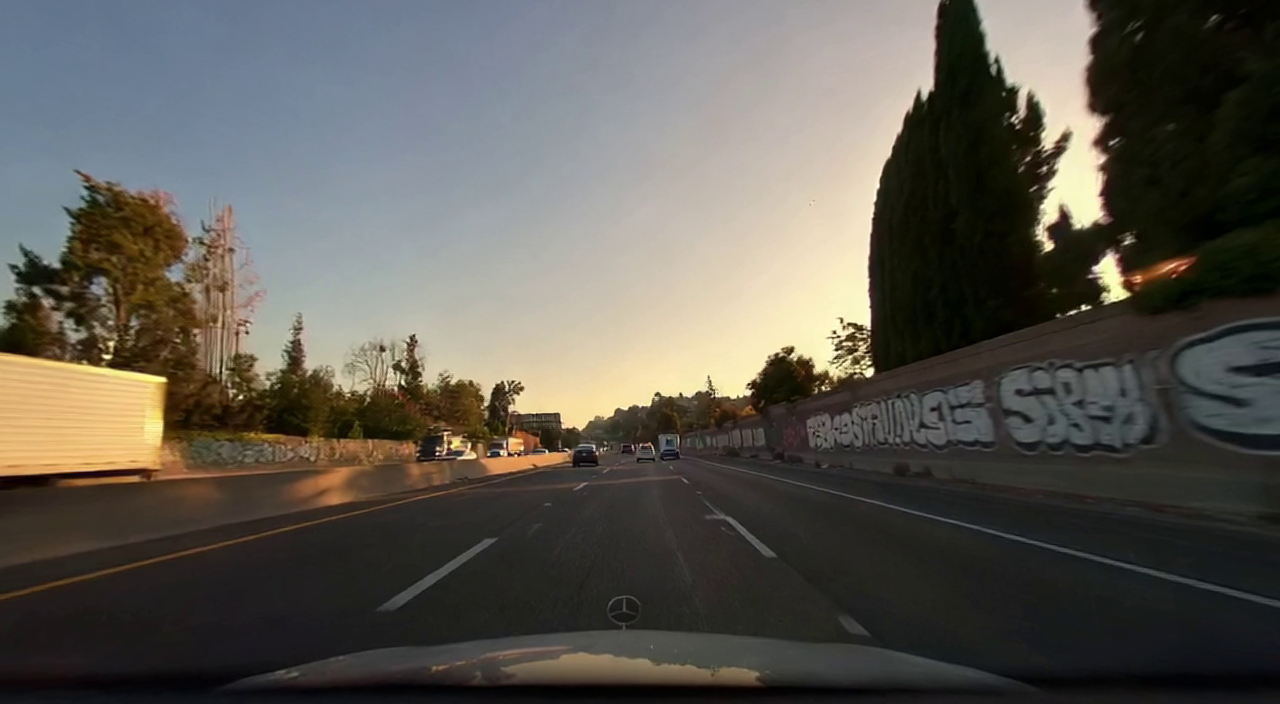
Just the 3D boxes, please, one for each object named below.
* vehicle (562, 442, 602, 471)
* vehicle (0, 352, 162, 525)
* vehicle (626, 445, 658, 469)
[{"bbox_3d":[-3.624,6.634,40.072,2.095,1.671,4.193,0,-9,1],"label":"vehicle"},{"bbox_3d":[-16.605,1.659,12.411,3.275,3.983,14.098,0,-9,0],"label":"vehicle"},{"bbox_3d":[0.096,6.941,41.739,2.009,1.506,4.091,0,-9,0],"label":"vehicle"}]
